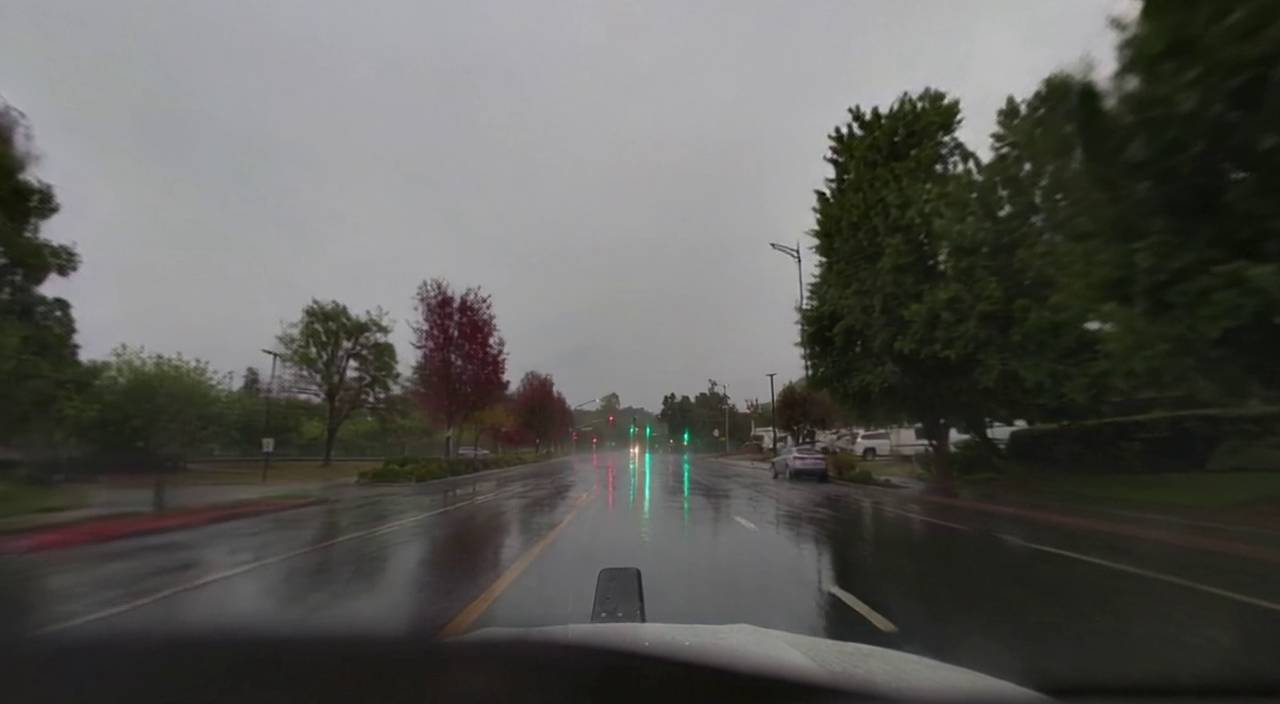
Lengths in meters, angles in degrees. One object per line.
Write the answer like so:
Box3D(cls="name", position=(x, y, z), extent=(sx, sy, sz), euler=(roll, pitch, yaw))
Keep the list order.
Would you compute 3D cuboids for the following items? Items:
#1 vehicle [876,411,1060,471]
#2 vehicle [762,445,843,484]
Box3D(cls="vehicle", position=(17.449, 4.807, 34.102), extent=(8.016, 2.965, 3.192), euler=(-1, -8, 1))
Box3D(cls="vehicle", position=(6.600, 4.597, 26.213), extent=(1.993, 1.461, 4.269), euler=(0, -9, -3))
